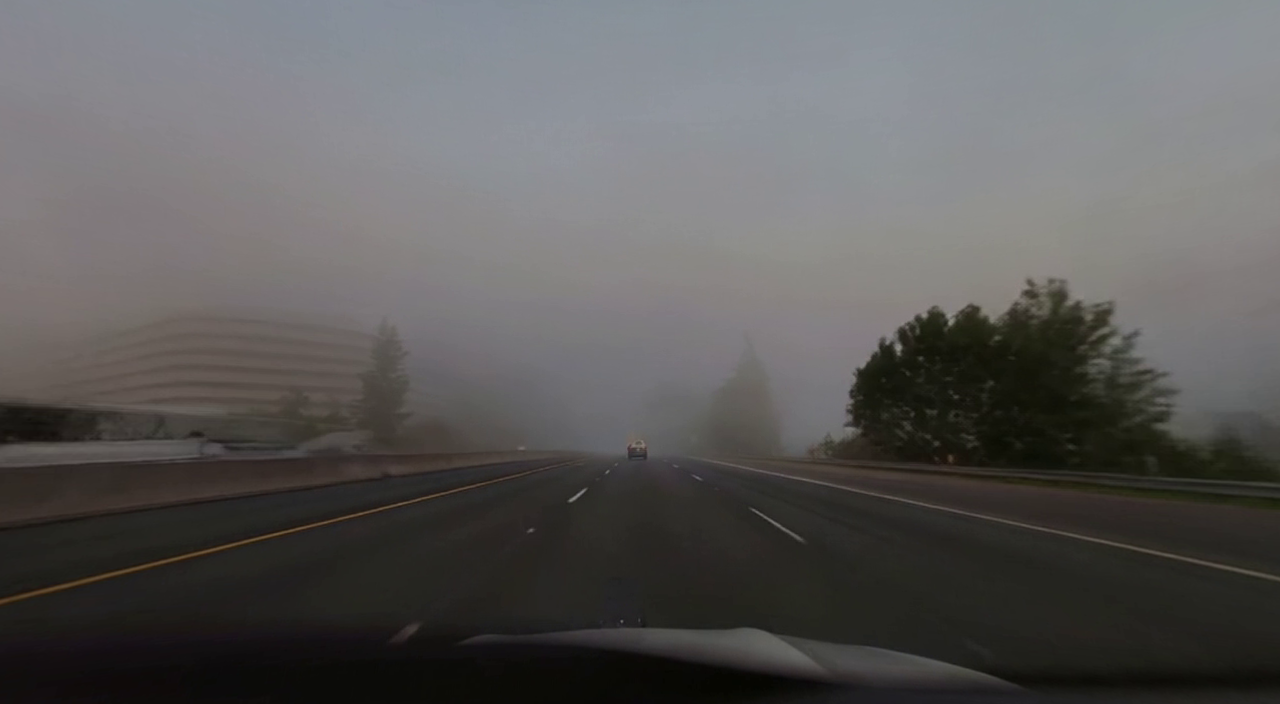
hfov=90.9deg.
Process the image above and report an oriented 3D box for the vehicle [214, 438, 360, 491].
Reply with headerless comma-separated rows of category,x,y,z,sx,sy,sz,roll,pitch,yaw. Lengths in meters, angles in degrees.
vehicle,-11.344,3.637,20.744,2.046,1.505,4.745,0,-9,0
